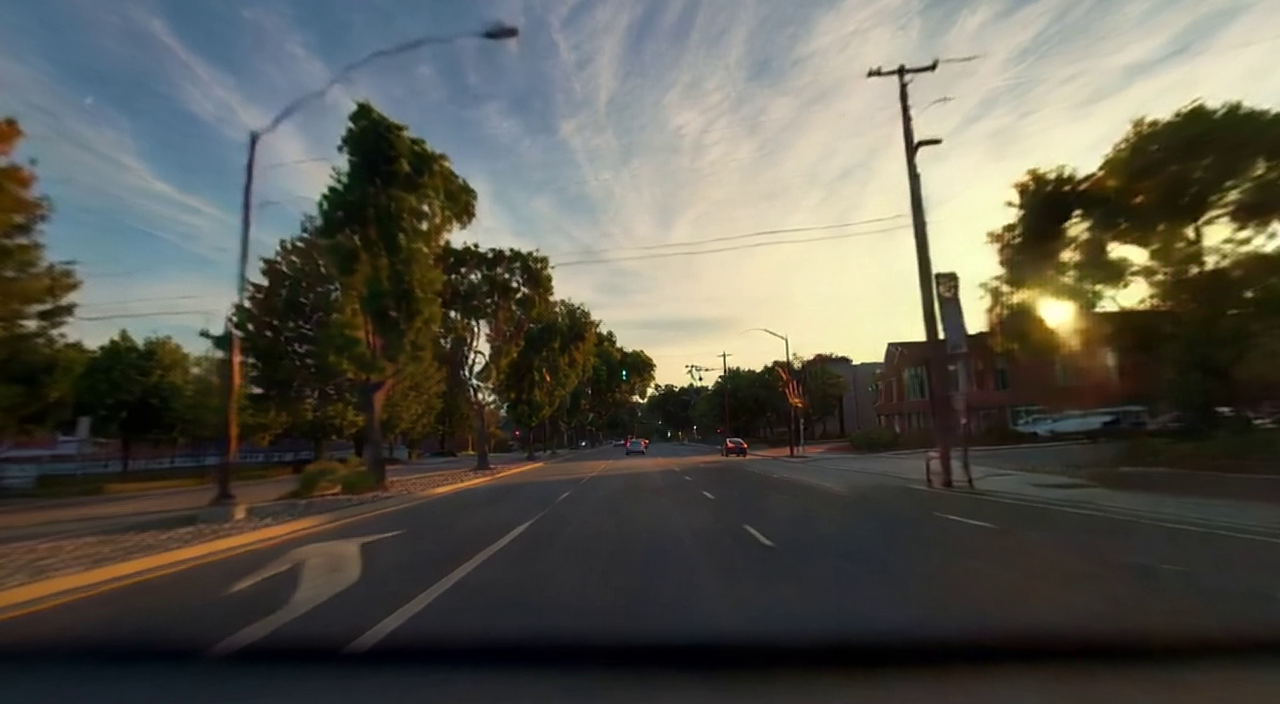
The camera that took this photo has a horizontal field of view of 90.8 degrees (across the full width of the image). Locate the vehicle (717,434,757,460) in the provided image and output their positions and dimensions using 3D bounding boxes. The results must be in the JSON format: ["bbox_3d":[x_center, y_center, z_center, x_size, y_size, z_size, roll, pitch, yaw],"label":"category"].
[{"bbox_3d":[6.767,6.715,44.483,2.011,1.710,4.357,0,-9,-1],"label":"vehicle"}]
